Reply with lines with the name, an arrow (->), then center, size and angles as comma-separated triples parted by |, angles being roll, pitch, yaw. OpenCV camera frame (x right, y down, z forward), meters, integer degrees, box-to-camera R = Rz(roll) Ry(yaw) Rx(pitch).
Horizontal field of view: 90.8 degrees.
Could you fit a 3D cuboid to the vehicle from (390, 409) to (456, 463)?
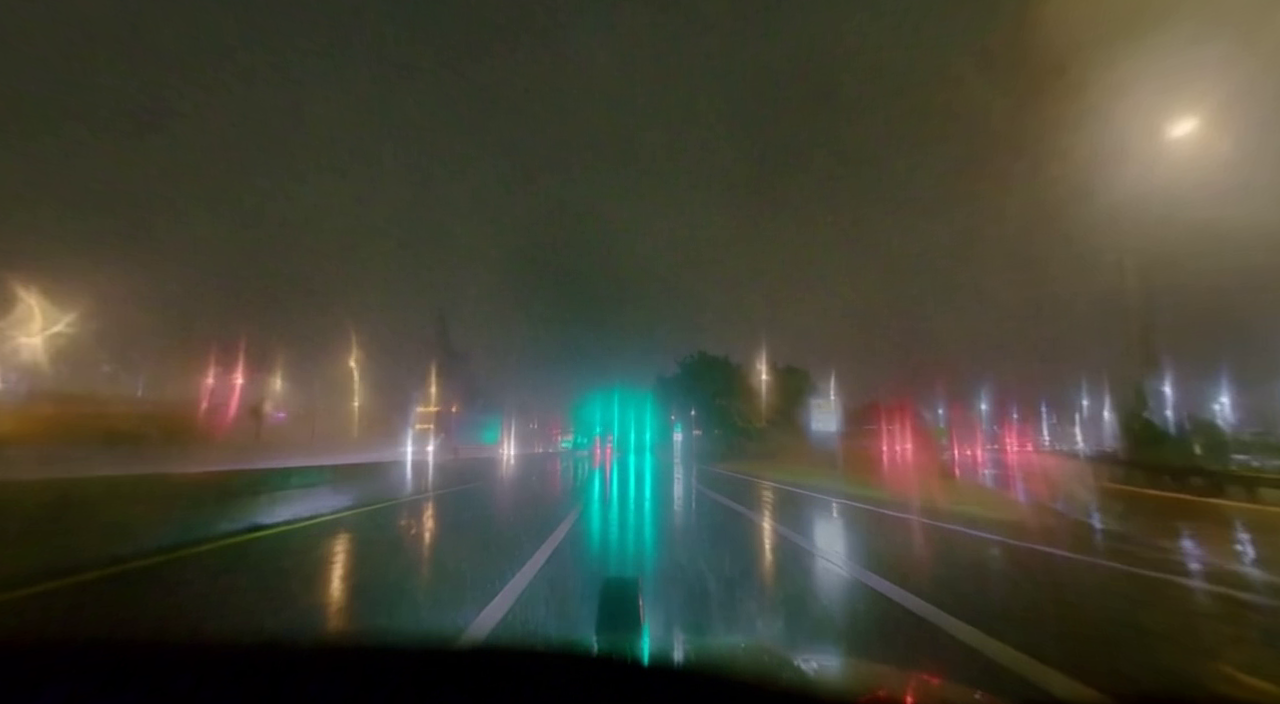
vehicle -> -16.587, 6.533, 48.688 | 2.986, 3.924, 5.914 | 0, -9, -1
